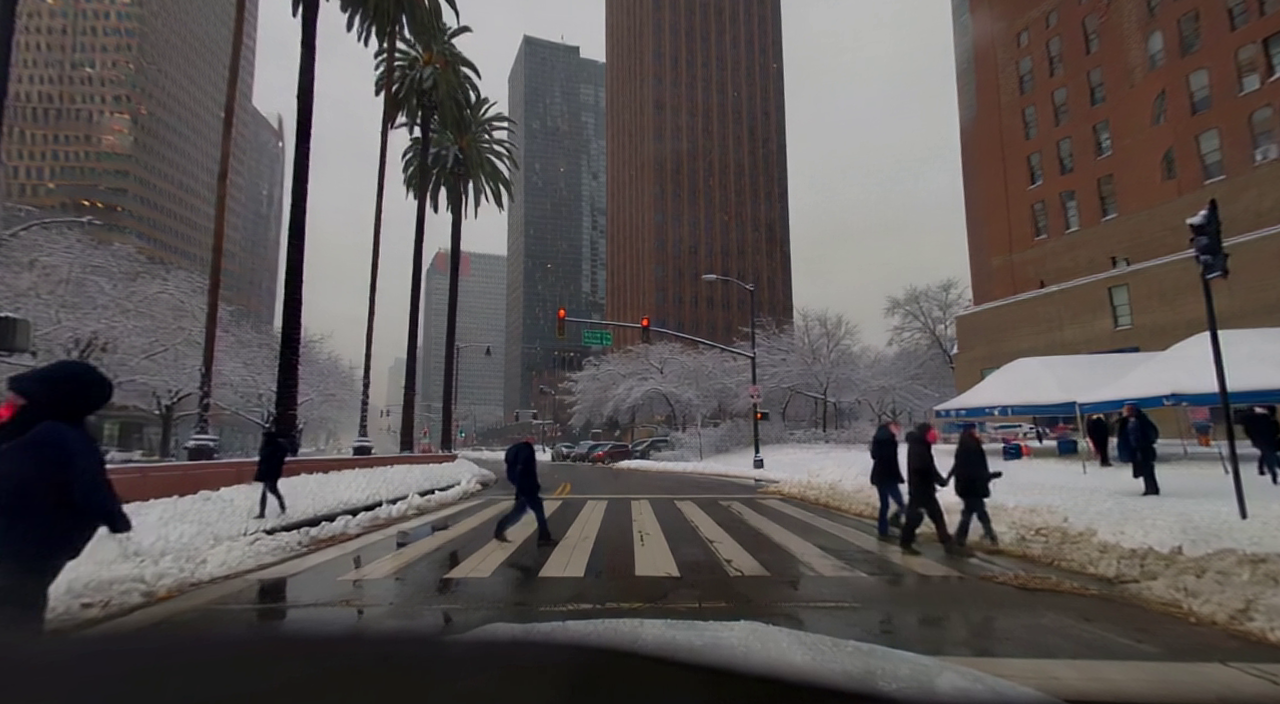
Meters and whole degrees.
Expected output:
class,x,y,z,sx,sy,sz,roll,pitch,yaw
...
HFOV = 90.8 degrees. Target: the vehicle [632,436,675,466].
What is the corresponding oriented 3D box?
class,x,y,z,sx,sy,sz,roll,pitch,yaw
vehicle,0.904,7.288,46.662,2.322,2.071,5.366,1,-9,-9
